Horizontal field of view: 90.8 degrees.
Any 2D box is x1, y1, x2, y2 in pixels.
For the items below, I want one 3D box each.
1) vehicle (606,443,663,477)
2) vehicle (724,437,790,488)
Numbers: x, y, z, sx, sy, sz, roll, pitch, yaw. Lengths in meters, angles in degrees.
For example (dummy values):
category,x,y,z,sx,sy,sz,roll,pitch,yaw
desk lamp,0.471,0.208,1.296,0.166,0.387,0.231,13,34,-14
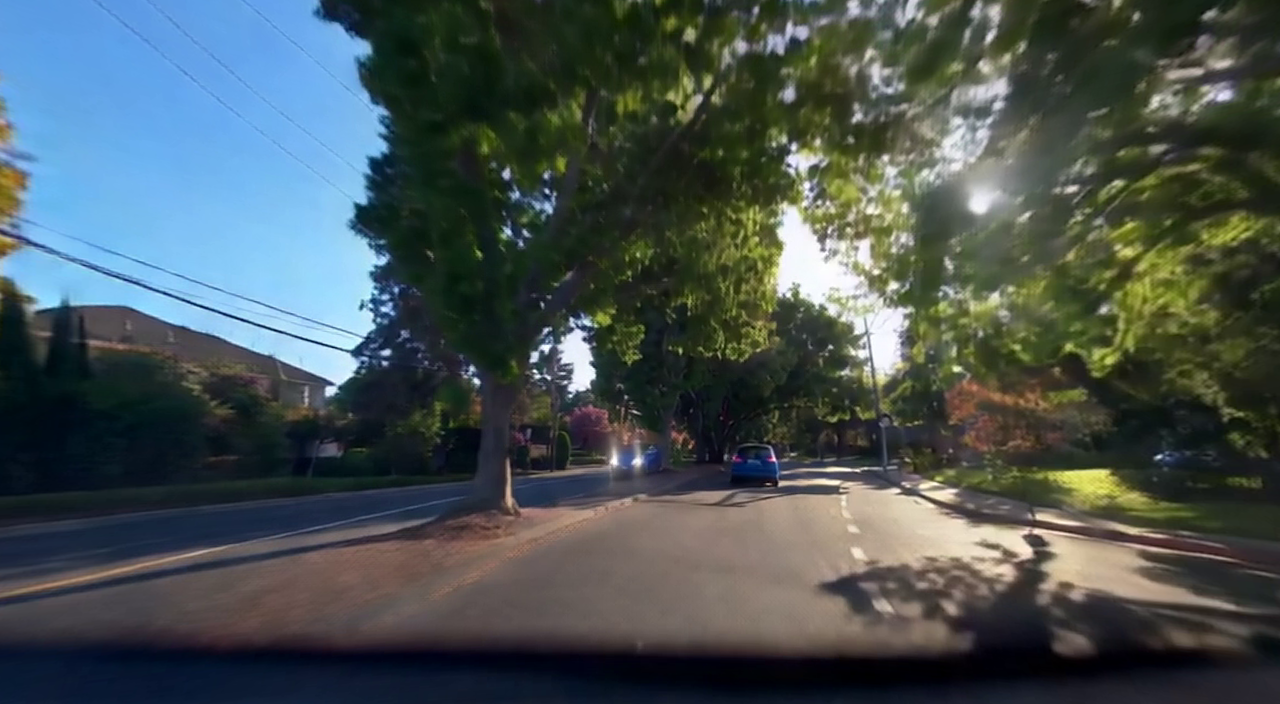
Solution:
category,x,y,z,sx,sy,sz,roll,pitch,yaw
vehicle,-0.214,5.756,33.978,2.226,1.664,4.342,-2,-9,11
vehicle,4.327,4.006,23.194,2.139,1.699,3.916,-2,-9,12
